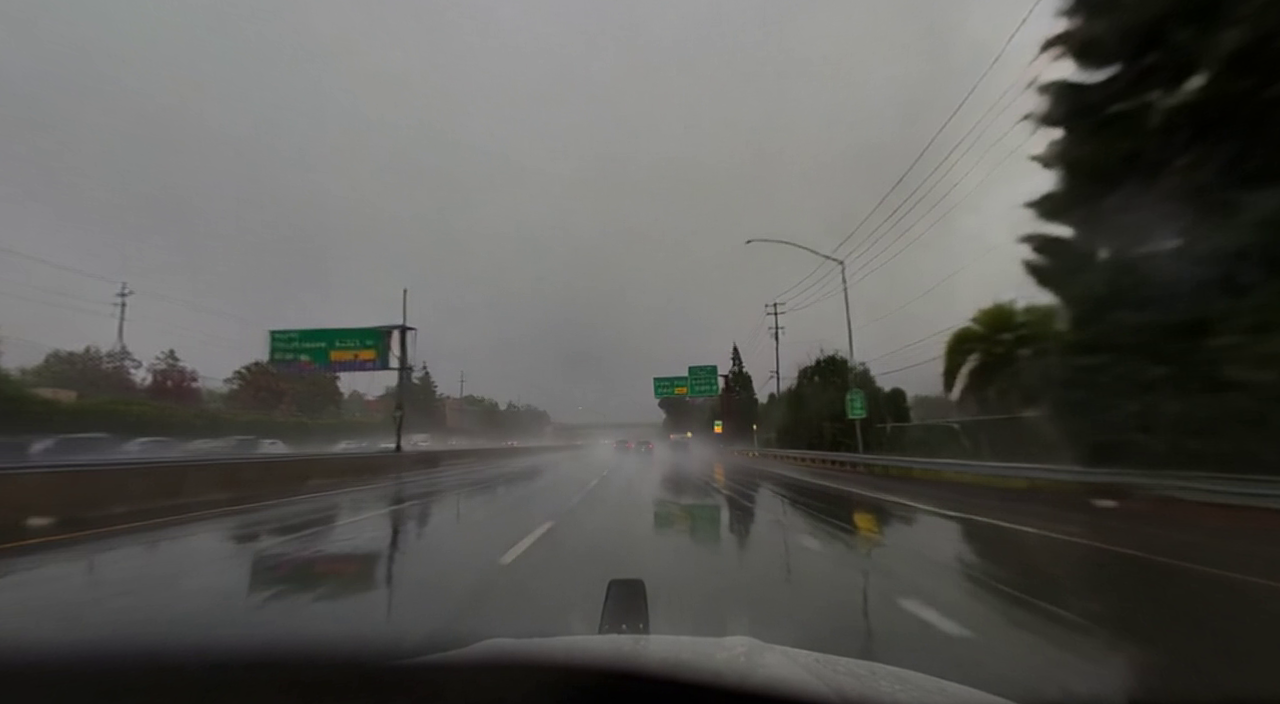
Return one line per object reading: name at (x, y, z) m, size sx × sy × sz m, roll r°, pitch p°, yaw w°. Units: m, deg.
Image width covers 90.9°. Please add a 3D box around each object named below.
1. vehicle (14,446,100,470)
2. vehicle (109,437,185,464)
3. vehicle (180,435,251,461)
vehicle at (-38.856, 7.044, 42.152) m, size 1.727 × 1.439 × 4.131 m, roll 0°, pitch -8°, yaw 1°
vehicle at (-33.592, 6.700, 43.133) m, size 1.825 × 1.710 × 4.206 m, roll 0°, pitch -8°, yaw -1°
vehicle at (-30.146, 6.819, 44.964) m, size 1.935 × 1.719 × 4.384 m, roll 0°, pitch -8°, yaw 0°
